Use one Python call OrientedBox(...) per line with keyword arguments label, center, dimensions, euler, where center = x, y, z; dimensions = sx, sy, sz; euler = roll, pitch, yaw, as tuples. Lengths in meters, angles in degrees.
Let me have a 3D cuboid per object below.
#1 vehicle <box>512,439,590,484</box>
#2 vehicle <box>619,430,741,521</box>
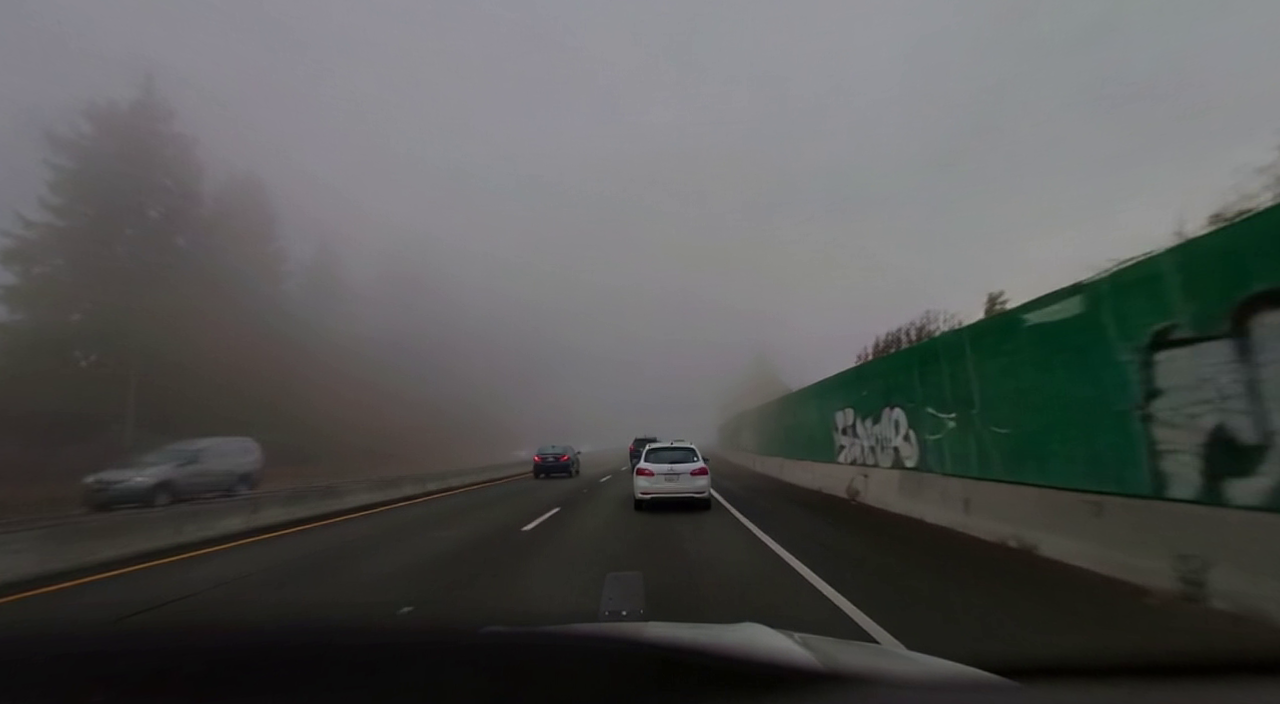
OrientedBox(label="vehicle", center=(-3.148, 3.976, 23.196), dimensions=(2.059, 1.471, 4.152), euler=(0, -8, 3))
OrientedBox(label="vehicle", center=(0.743, 2.388, 12.747), dimensions=(2.077, 1.533, 3.854), euler=(0, -8, 2))
